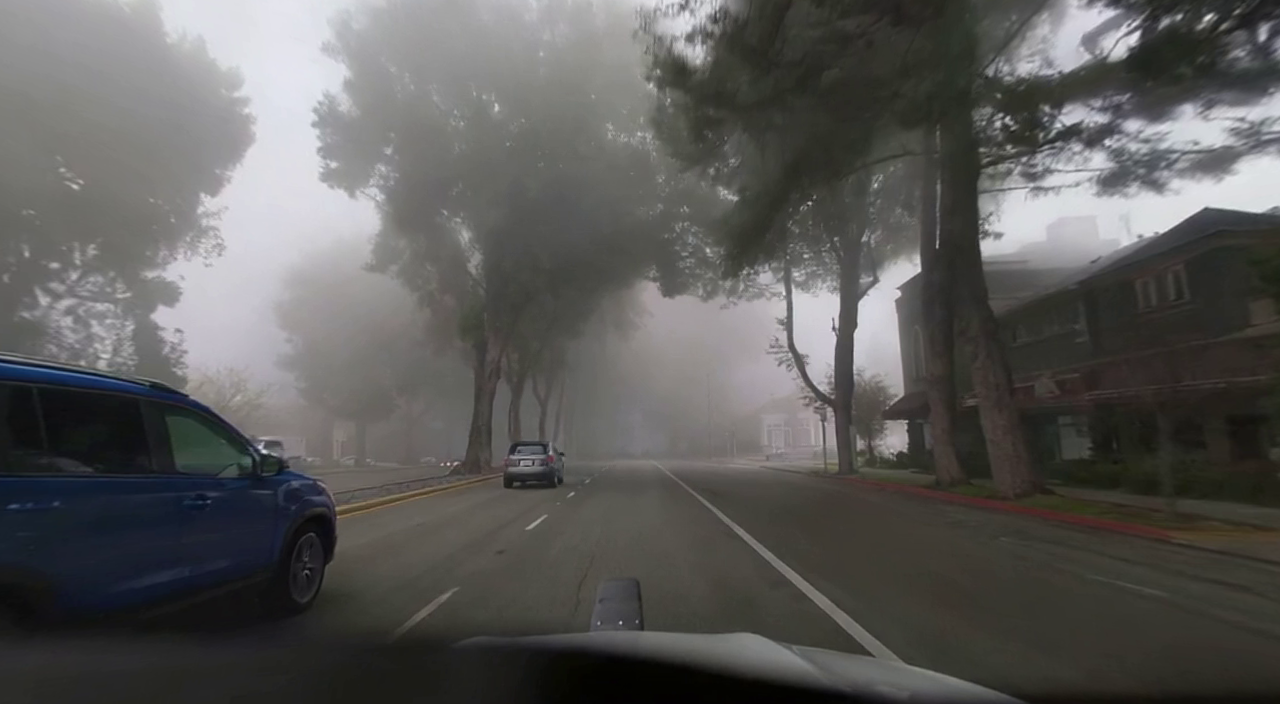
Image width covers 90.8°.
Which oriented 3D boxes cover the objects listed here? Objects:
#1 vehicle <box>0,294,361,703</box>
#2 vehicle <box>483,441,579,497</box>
[{"bbox_3d":[-3.331,0.823,3.005,2.042,1.817,4.364,0,-9,-1],"label":"vehicle"},{"bbox_3d":[-3.113,3.453,19.159,2.069,1.470,4.601,0,-9,0],"label":"vehicle"}]
